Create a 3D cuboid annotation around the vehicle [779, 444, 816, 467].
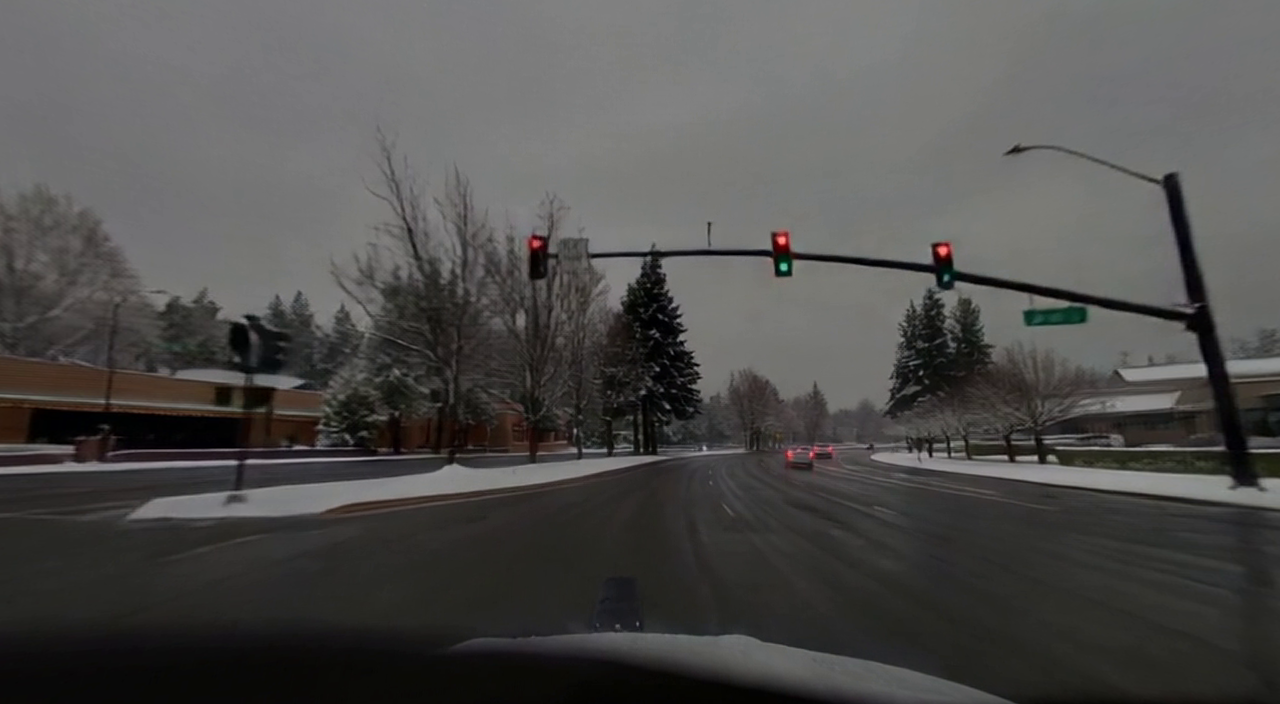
[{"bbox_3d":[10.798,7.124,43.555,1.988,1.460,3.996,-1,-9,8],"label":"vehicle"}]
